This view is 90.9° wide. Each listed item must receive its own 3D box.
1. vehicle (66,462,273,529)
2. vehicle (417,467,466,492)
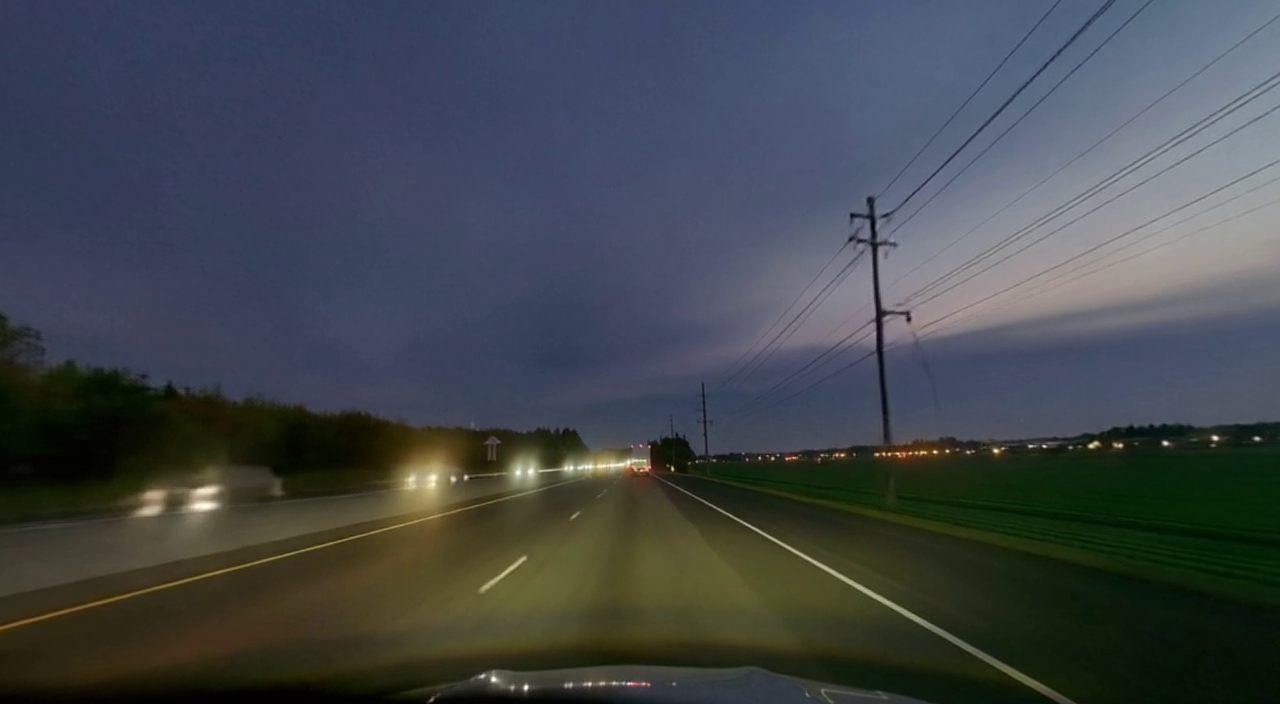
[{"bbox_3d":[-11.883,3.638,16.412,1.881,1.438,4.529,1,-10,0],"label":"vehicle"},{"bbox_3d":[-12.095,7.806,38.623,1.730,1.406,3.971,1,-10,0],"label":"vehicle"}]
